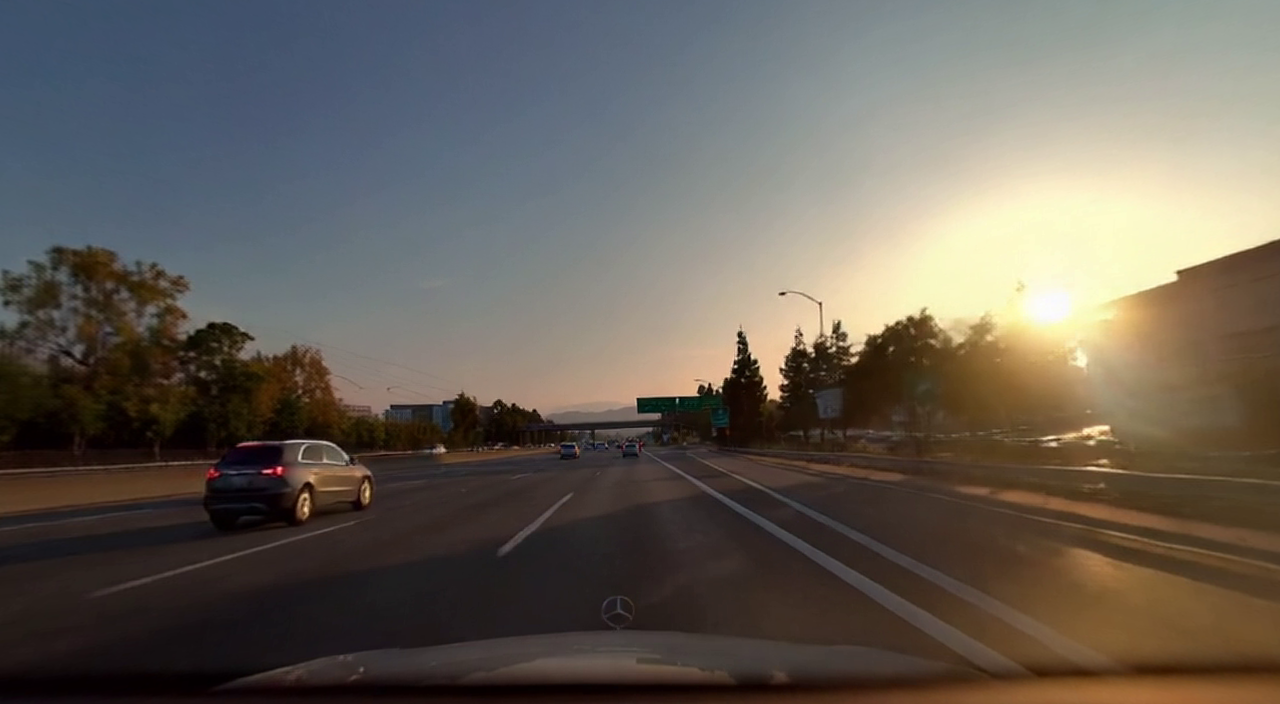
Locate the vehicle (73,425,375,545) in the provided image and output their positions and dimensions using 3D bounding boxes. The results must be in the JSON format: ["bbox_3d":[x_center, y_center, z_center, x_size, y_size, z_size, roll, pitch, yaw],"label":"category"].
[{"bbox_3d":[-6.693,2.173,11.065,2.016,1.606,4.806,0,-9,0],"label":"vehicle"}]
